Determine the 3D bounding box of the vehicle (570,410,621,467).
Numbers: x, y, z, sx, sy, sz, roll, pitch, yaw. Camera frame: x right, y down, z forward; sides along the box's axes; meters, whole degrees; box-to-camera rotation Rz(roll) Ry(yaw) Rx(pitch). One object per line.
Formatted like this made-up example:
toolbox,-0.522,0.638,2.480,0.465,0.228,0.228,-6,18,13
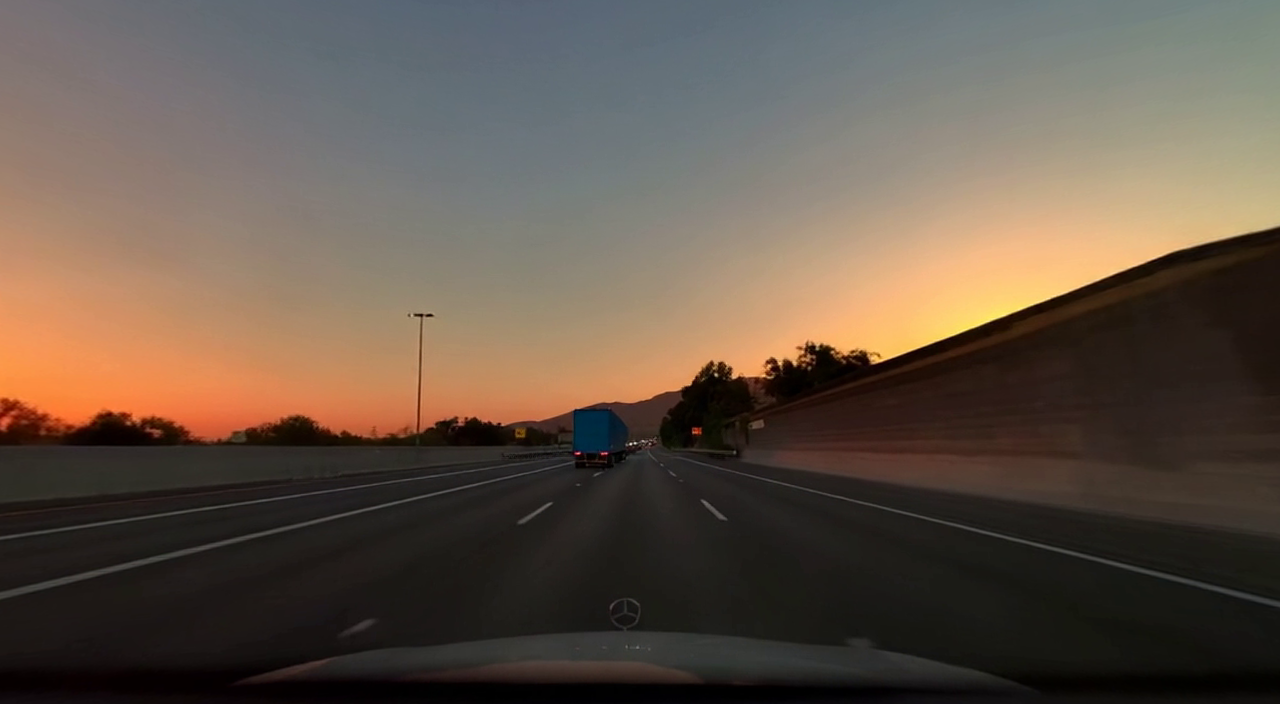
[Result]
vehicle,-3.255,6.834,49.344,3.059,3.956,11.036,0,-9,1
